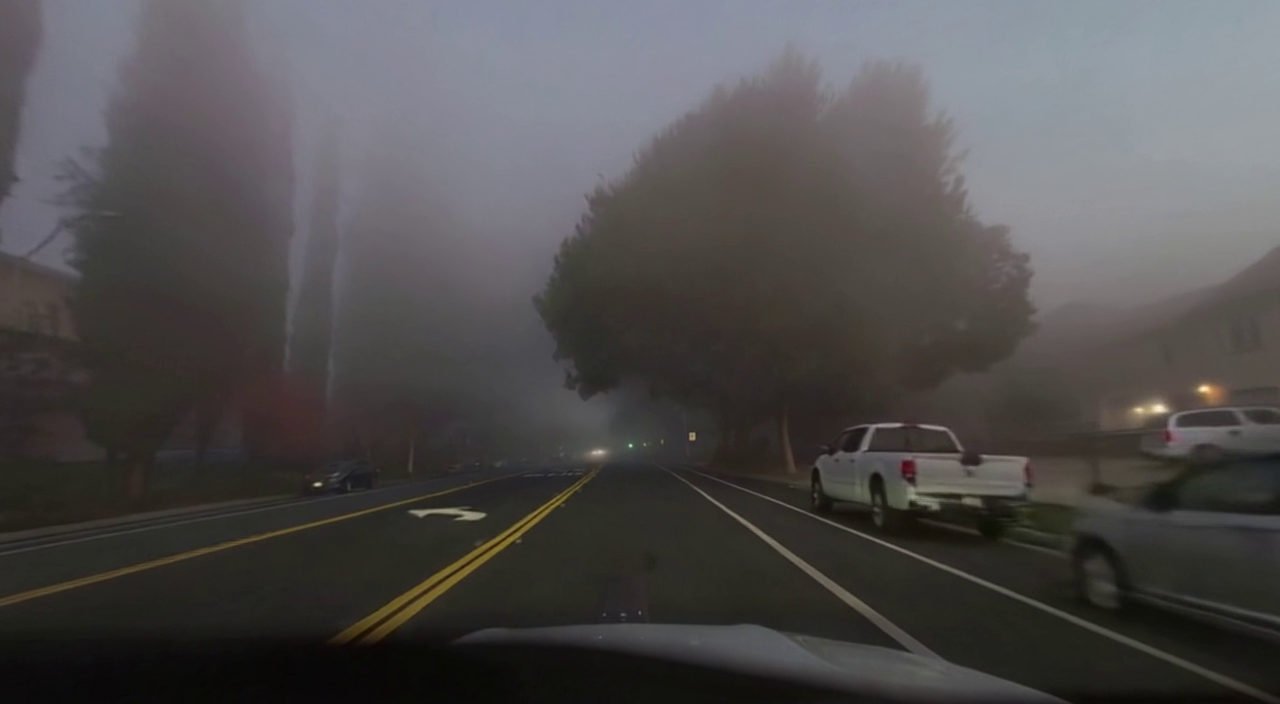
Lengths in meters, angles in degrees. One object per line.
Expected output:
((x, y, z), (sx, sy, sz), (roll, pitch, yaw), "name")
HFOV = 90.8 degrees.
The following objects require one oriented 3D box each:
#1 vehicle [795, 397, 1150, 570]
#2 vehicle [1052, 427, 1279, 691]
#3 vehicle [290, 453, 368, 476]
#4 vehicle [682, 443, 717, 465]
((4.347, 1.879, 9.873), (2.293, 1.858, 5.868), (0, -9, -1), "vehicle")
((4.559, 1.111, 3.239), (1.919, 1.474, 4.370), (0, -9, 0), "vehicle")
((-21.926, 7.916, 44.614), (4.413, 1.477, 2.100), (-1, -9, 0), "vehicle")
((4.043, 7.010, 43.577), (1.970, 1.455, 4.233), (0, -9, -1), "vehicle")
